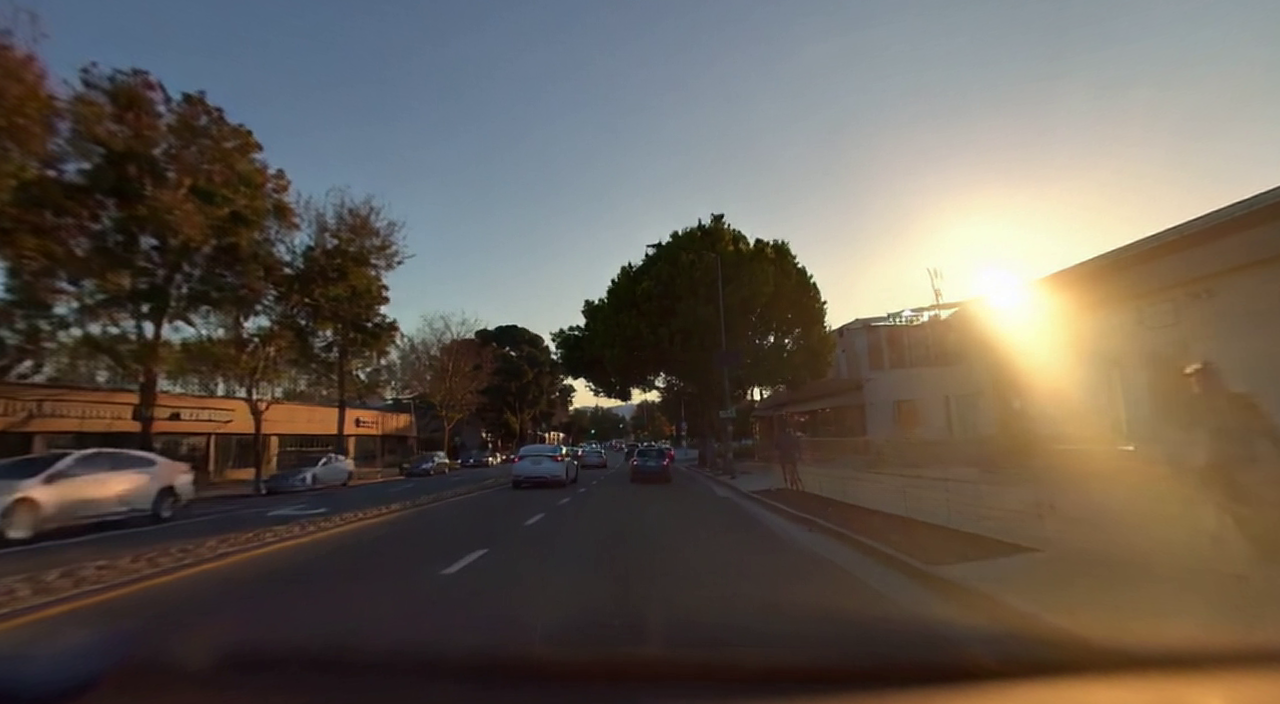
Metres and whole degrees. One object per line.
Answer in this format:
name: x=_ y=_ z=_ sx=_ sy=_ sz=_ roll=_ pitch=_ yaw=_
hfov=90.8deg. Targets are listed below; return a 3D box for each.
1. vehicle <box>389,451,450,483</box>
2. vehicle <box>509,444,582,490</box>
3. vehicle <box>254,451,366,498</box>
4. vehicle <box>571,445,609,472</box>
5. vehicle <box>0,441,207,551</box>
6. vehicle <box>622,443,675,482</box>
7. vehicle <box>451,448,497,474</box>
vehicle: x=-12.808 y=6.668 z=36.986 sx=1.936 sy=1.656 sz=4.284 roll=-2 pitch=-9 yaw=2
vehicle: x=-3.289 y=4.083 z=22.771 sx=1.921 sy=1.477 sz=4.083 roll=-1 pitch=-9 yaw=1
vehicle: x=-13.946 y=5.175 z=27.102 sx=2.050 sy=1.786 sz=4.633 roll=-1 pitch=-9 yaw=3
vehicle: x=-2.983 y=6.483 z=38.587 sx=1.887 sy=1.517 sz=4.254 roll=-1 pitch=-9 yaw=2
vehicle: x=-10.914 y=2.570 z=11.887 sx=2.175 sy=1.684 sz=4.475 roll=-1 pitch=-9 yaw=3
vehicle: x=0.281 y=4.670 z=26.853 sx=2.085 sy=1.475 sz=3.976 roll=0 pitch=-9 yaw=-2
vehicle: x=-12.301 y=8.102 z=47.122 sx=1.999 sy=1.755 sz=4.518 roll=-1 pitch=-9 yaw=3
